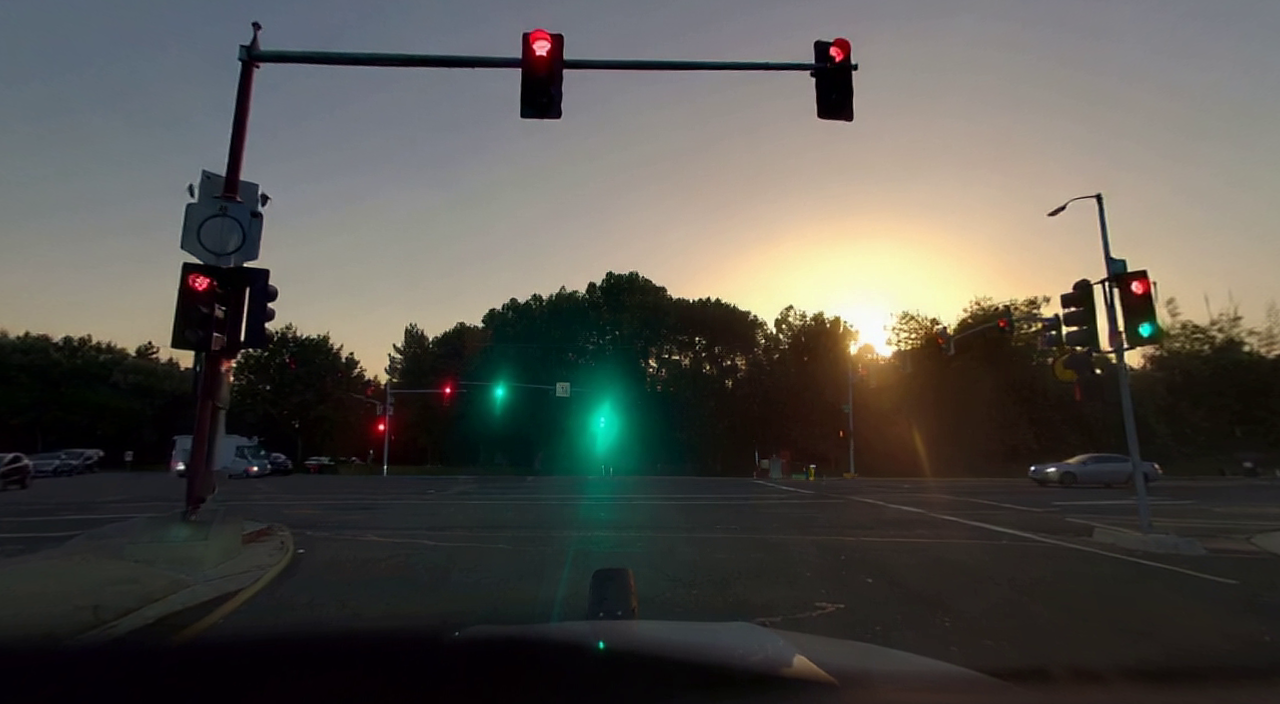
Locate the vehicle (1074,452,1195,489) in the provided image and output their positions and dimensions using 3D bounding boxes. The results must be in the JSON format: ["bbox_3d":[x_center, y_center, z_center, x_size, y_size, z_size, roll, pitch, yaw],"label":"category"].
[{"bbox_3d":[22.761,5.444,29.093,3.998,1.590,1.936,1,-10,-6],"label":"vehicle"}]
